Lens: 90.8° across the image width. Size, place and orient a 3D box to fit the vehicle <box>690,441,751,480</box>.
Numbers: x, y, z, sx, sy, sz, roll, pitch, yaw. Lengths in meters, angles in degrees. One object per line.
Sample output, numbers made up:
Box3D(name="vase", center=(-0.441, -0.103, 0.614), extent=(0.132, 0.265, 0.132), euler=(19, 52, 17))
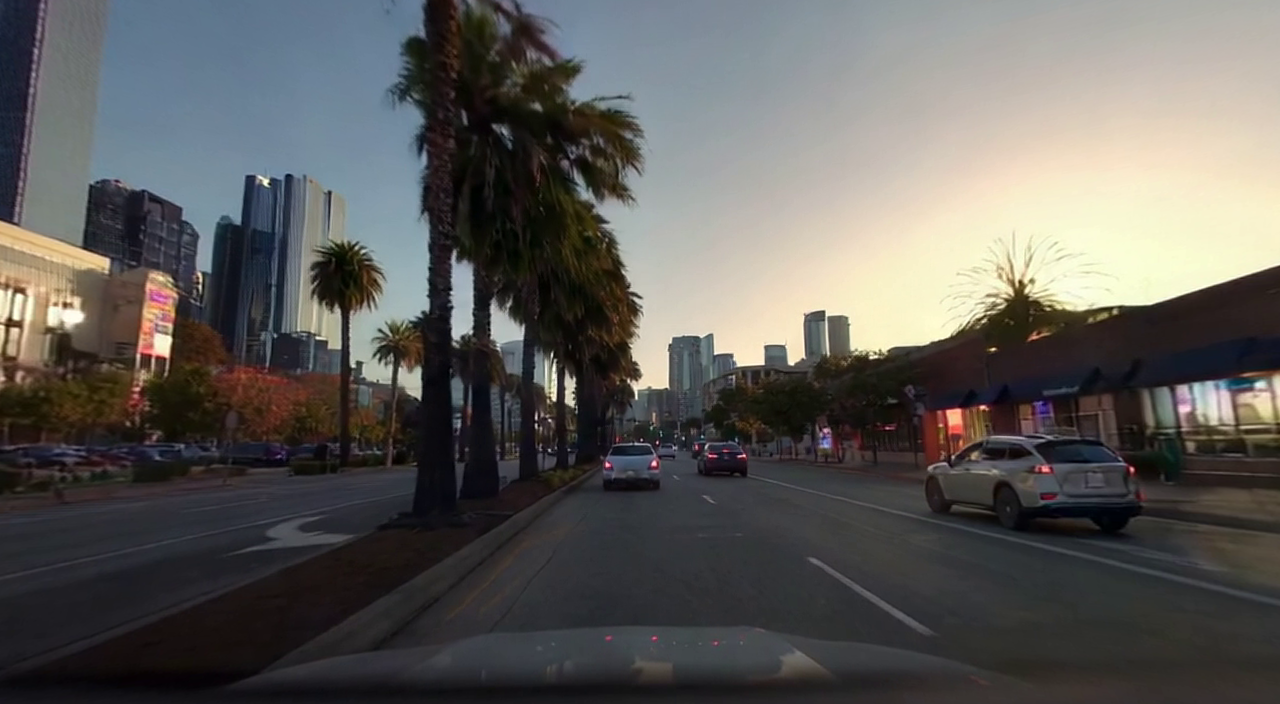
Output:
Box3D(name="vehicle", center=(3.378, 4.648, 27.376), extent=(1.892, 1.532, 4.177), euler=(0, -8, -3))

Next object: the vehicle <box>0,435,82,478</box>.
Box3D(name="vehicle", center=(-31.281, 5.172, 31.234), extent=(5.230, 1.986, 2.250), euler=(0, -10, 3))

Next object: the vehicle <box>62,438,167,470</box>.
Box3D(name="vehicle", center=(-32.029, 6.201, 38.582), extent=(4.660, 1.876, 2.016), euler=(-1, -8, 3))

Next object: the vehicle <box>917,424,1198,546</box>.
Box3D(name="vehicle", center=(6.707, 2.138, 10.861), extent=(1.940, 1.674, 4.085), euler=(0, -8, -1))

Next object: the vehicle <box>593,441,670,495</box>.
Box3D(name="vehicle", center=(-0.266, 3.493, 19.469), extent=(2.110, 1.487, 3.873), euler=(0, -8, -1))
